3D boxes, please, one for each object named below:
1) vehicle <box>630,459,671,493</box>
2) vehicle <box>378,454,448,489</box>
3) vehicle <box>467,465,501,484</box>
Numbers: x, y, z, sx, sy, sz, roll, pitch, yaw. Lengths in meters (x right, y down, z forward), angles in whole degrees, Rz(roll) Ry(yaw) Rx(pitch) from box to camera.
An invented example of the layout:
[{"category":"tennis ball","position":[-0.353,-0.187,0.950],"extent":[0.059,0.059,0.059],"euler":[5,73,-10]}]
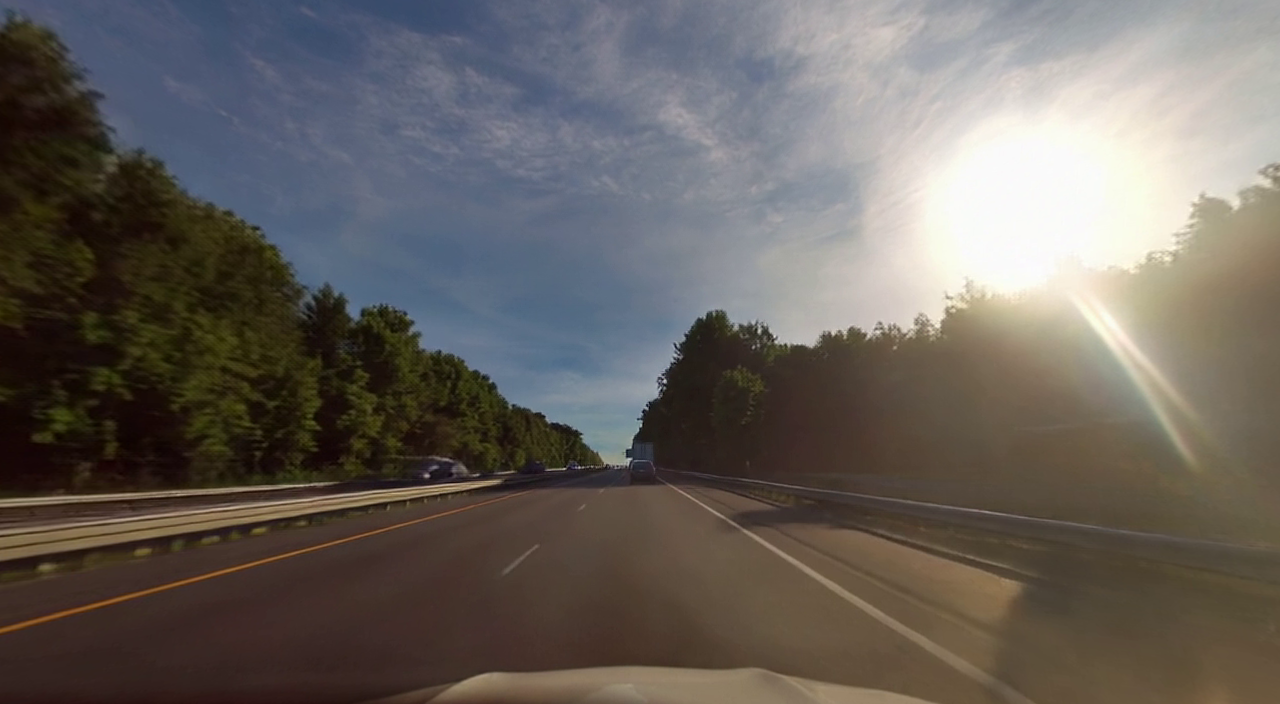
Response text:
[{"category":"vehicle","position":[0.547,6.711,34.327],"extent":[2.048,1.663,4.377],"euler":[1,-10,0]},{"category":"vehicle","position":[-11.702,6.220,32.780],"extent":[1.984,1.648,4.195],"euler":[1,-10,0]},{"category":"vehicle","position":[-12.094,9.496,49.066],"extent":[1.679,1.388,3.355],"euler":[1,-10,1]}]
